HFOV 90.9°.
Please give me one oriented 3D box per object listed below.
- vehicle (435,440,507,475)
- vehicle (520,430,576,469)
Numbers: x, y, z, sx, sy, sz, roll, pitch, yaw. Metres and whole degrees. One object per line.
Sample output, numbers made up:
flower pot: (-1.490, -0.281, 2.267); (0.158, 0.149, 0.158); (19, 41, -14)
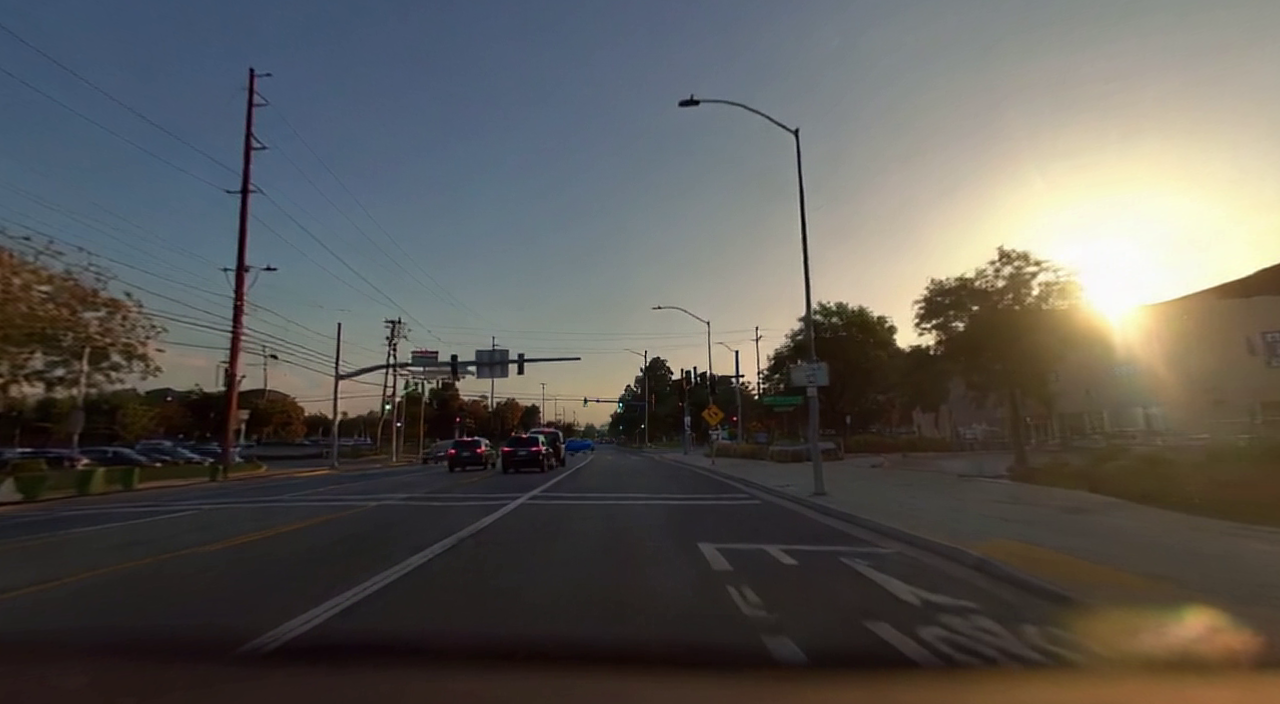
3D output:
vehicle: (-7.455, 4.690, 28.284); (2.010, 1.455, 4.271); (0, -8, 1)
vehicle: (-4.829, 5.198, 33.806); (2.371, 1.926, 5.099); (0, -8, -2)
